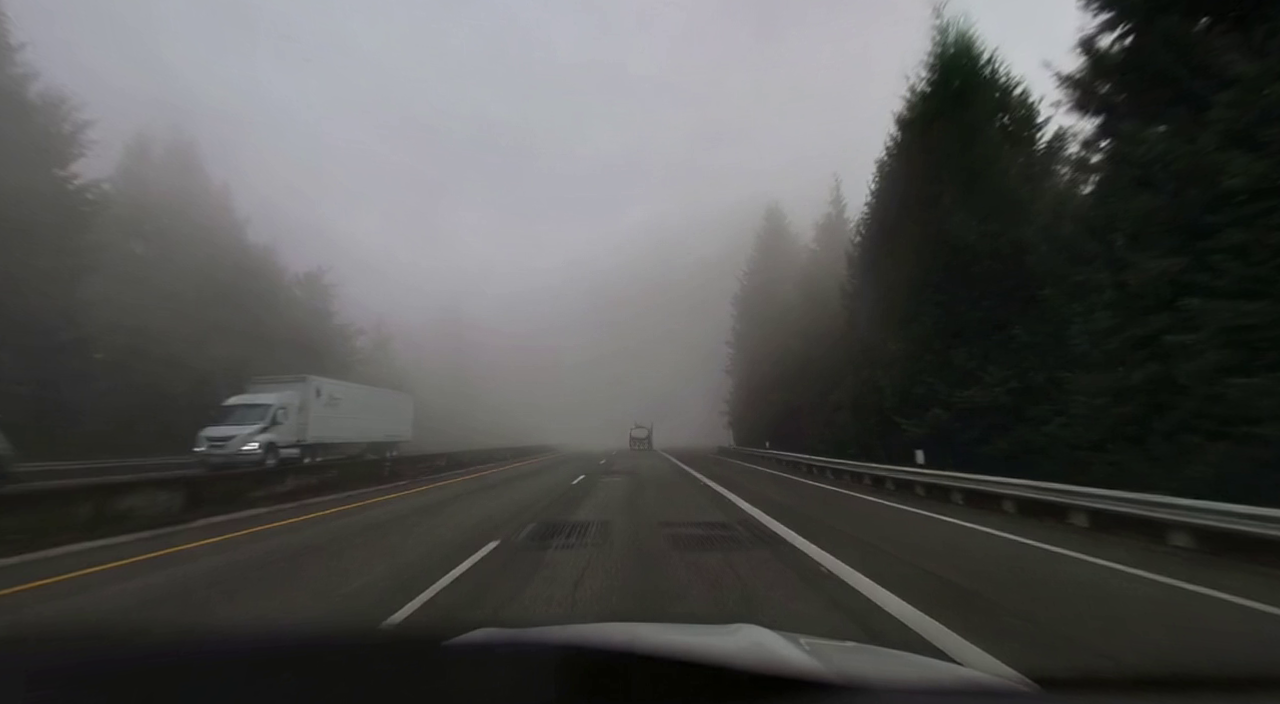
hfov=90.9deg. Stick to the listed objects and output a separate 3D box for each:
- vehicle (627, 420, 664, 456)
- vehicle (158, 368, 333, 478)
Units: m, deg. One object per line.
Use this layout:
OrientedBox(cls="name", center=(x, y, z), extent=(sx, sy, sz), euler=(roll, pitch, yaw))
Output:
OrientedBox(cls="vehicle", center=(0.351, 5.996, 43.830), extent=(2.450, 2.314, 4.753), euler=(0, -8, -1))
OrientedBox(cls="vehicle", center=(-15.248, 2.873, 25.037), extent=(3.006, 3.818, 5.823), euler=(0, -8, 0))
